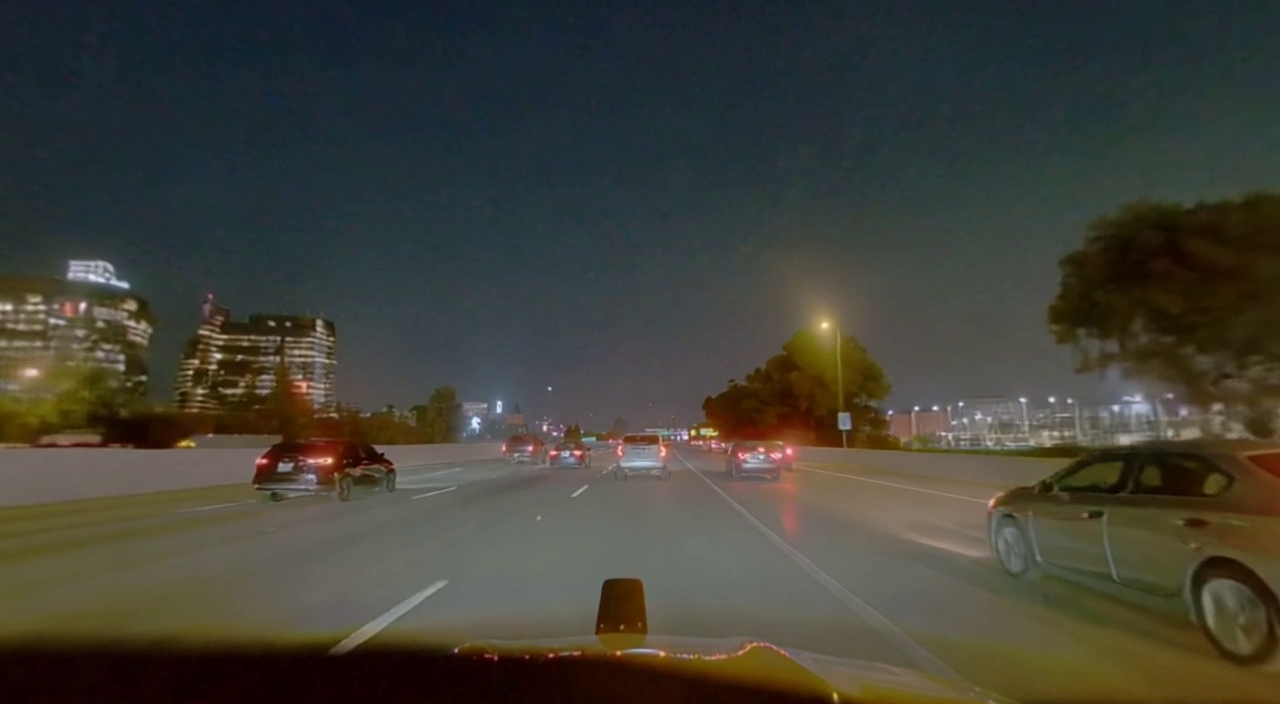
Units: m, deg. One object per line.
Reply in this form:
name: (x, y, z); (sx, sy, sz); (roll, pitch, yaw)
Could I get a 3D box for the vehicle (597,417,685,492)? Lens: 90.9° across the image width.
vehicle: (0.060, 2.926, 18.243); (2.209, 1.863, 4.626); (0, -8, 1)

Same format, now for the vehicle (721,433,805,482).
vehicle: (4.029, 3.536, 21.486); (1.942, 1.487, 4.518); (0, -8, 0)

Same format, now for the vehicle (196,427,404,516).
vehicle: (-7.148, 2.542, 13.952); (2.021, 1.632, 4.417); (0, -8, 2)

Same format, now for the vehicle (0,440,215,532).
vehicle: (-10.960, 2.470, 12.373); (1.970, 1.441, 4.555); (0, -8, 1)

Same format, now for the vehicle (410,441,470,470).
vehicle: (-10.930, 5.674, 34.758); (1.923, 1.480, 3.905); (0, -8, 1)

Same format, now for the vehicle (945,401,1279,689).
vehicle: (4.280, 1.181, 4.489); (1.915, 1.482, 4.537); (0, -8, 0)

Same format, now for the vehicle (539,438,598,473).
vehicle: (-3.258, 4.792, 29.542); (2.079, 1.499, 4.512); (0, -8, 2)

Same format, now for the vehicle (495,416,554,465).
vehicle: (-7.077, 5.569, 39.647); (2.358, 2.817, 7.055); (0, -8, 0)
